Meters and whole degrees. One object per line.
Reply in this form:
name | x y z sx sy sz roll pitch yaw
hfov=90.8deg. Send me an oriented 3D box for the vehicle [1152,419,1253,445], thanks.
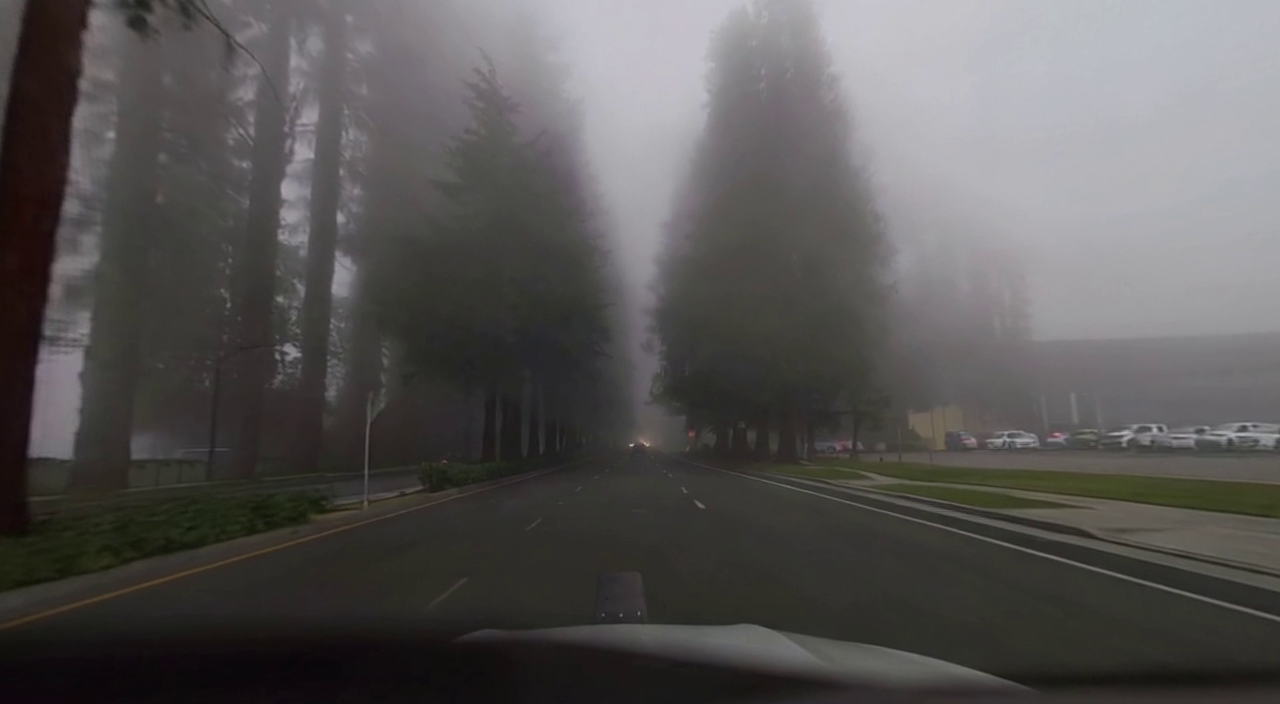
vehicle | 34.109 4.931 38.496 1.850 1.490 4.701 -1 -8 1
